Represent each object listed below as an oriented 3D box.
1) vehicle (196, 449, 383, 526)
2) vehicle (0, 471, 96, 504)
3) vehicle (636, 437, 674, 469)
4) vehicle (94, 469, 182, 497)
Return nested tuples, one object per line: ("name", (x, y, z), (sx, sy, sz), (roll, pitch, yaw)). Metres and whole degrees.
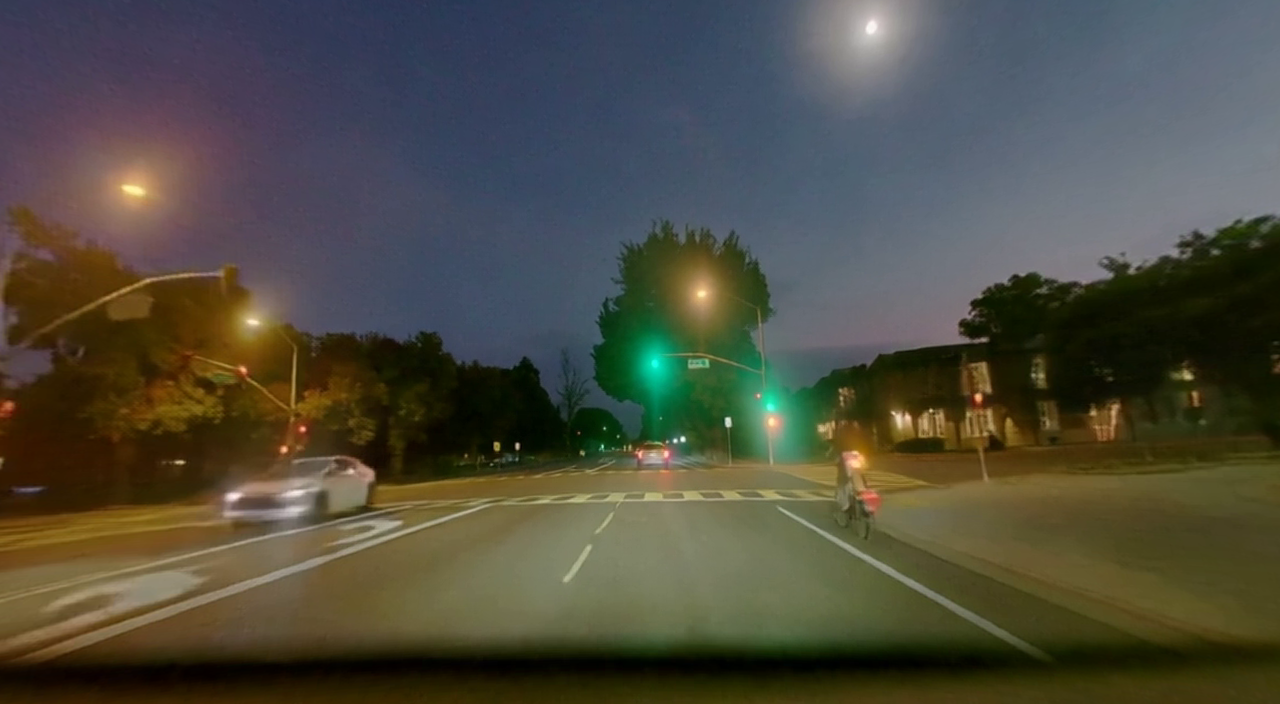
("vehicle", (-8.448, 3.261, 15.813), (2.036, 1.593, 4.367), (-1, -8, 2))
("vehicle", (-38.384, 8.686, 40.807), (1.881, 1.743, 4.662), (-1, -8, 8))
("vehicle", (0.967, 6.186, 38.775), (2.215, 1.799, 4.426), (-1, -8, 2))
("vehicle", (-31.740, 8.292, 40.106), (1.816, 1.475, 4.497), (0, -8, 1))
